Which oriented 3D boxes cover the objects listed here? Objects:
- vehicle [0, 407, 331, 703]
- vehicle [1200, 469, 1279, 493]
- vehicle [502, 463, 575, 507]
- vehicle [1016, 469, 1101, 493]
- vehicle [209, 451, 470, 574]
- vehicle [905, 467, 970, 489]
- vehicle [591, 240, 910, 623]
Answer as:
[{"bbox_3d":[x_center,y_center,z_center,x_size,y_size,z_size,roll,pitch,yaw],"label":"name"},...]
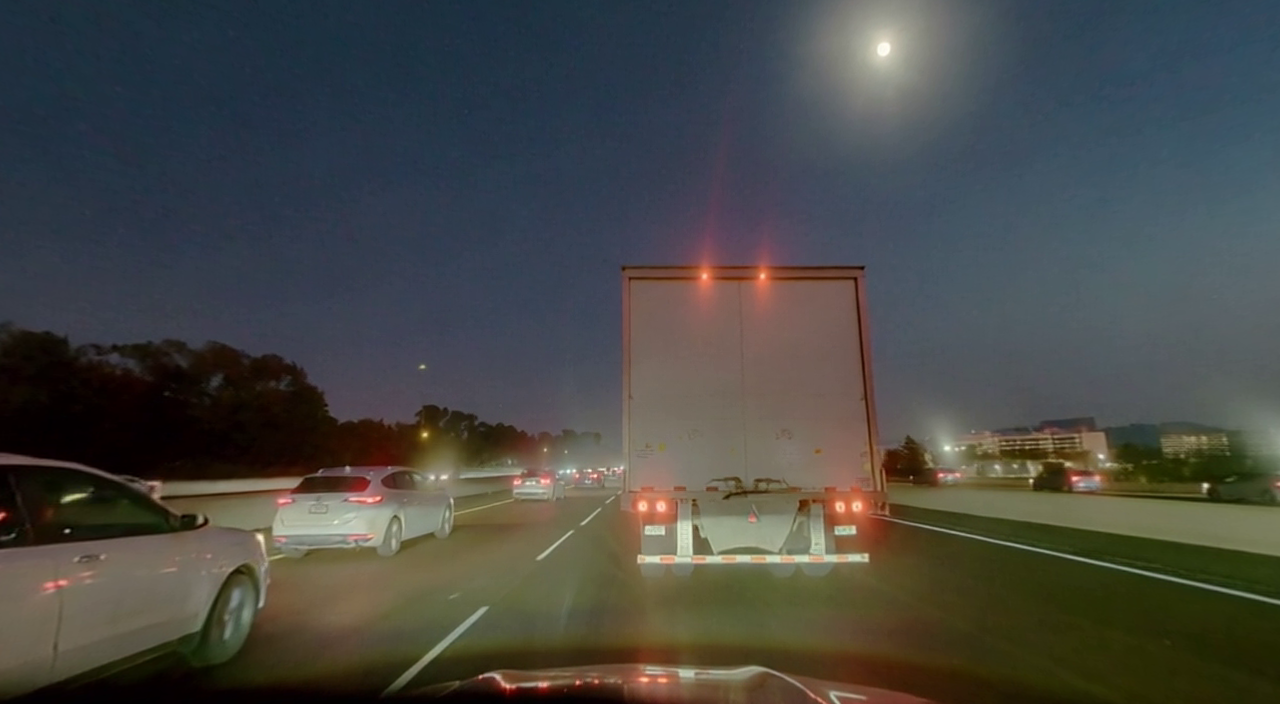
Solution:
[{"bbox_3d":[-3.482,0.995,2.575,1.983,1.509,4.679,0,-11,1],"label":"vehicle"},{"bbox_3d":[38.864,8.278,40.458,3.974,1.485,1.709,0,-11,3],"label":"vehicle"},{"bbox_3d":[-3.724,5.001,23.967,1.964,1.482,4.371,0,-11,1],"label":"vehicle"},{"bbox_3d":[27.893,8.584,42.158,4.299,1.465,1.807,-3,-11,19],"label":"vehicle"},{"bbox_3d":[-4.303,2.389,10.020,1.946,1.469,4.431,1,-11,0],"label":"vehicle"},{"bbox_3d":[22.030,9.297,46.658,4.107,1.485,1.796,-6,-13,32],"label":"vehicle"},{"bbox_3d":[0.904,1.447,10.159,2.831,3.529,8.689,1,-11,-1],"label":"vehicle"}]
